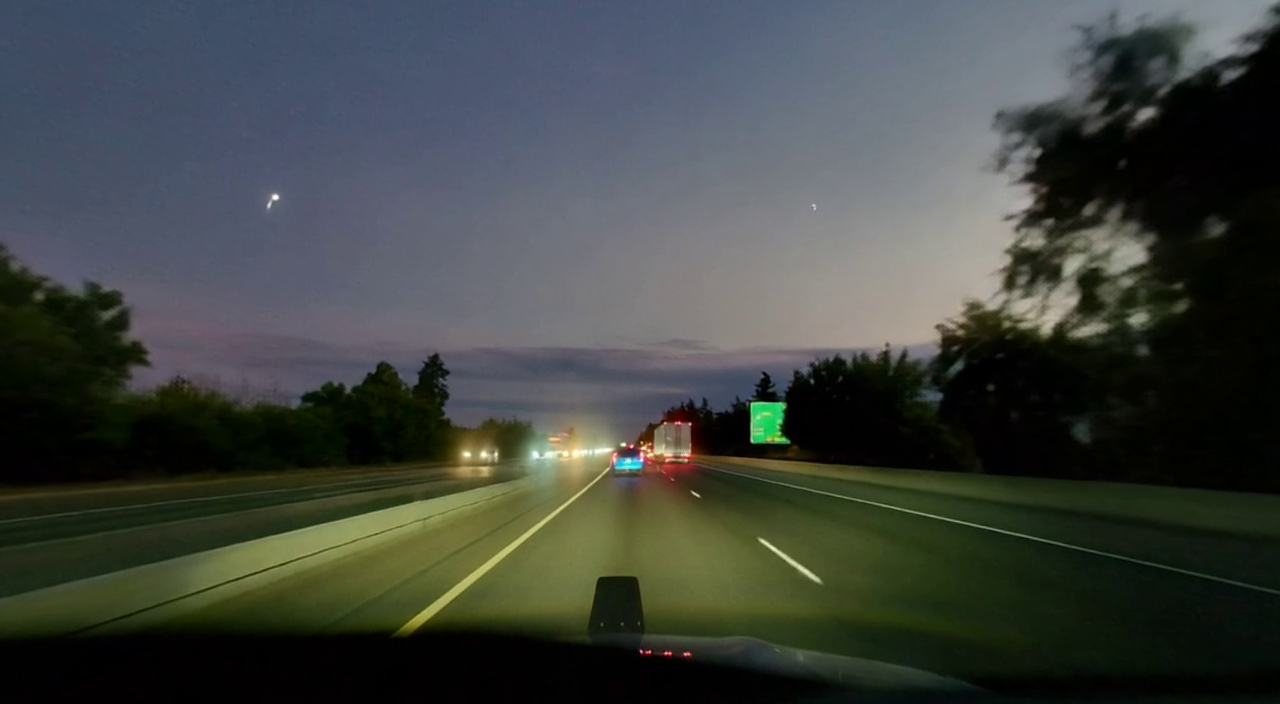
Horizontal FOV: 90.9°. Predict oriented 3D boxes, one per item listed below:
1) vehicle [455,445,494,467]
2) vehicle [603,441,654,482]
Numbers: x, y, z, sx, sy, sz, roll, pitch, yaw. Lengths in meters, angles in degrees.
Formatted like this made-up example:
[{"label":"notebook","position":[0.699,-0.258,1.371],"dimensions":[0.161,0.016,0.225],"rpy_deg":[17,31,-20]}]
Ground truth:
[{"label":"vehicle","position":[-12.815,8.099,49.097],"dimensions":[1.893,1.583,4.236],"rpy_deg":[0,-9,-1]},{"label":"vehicle","position":[-0.523,4.994,28.893],"dimensions":[2.190,1.706,4.062],"rpy_deg":[0,-9,-1]}]
